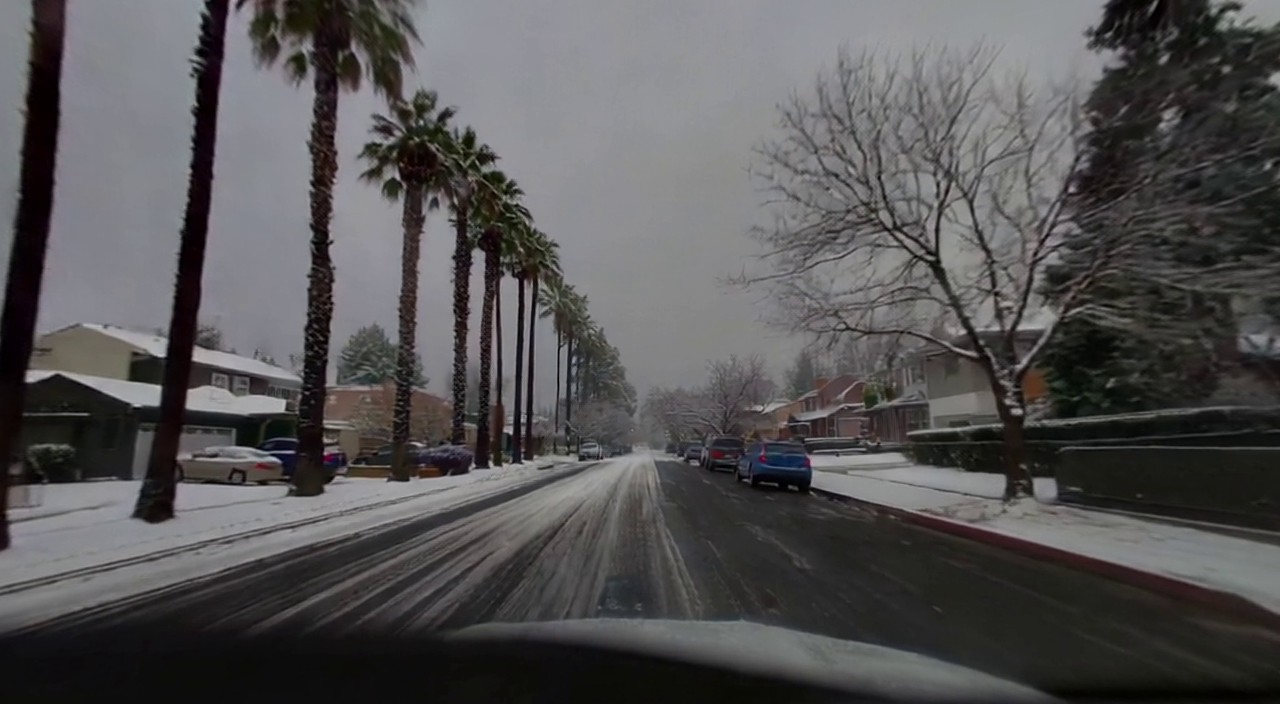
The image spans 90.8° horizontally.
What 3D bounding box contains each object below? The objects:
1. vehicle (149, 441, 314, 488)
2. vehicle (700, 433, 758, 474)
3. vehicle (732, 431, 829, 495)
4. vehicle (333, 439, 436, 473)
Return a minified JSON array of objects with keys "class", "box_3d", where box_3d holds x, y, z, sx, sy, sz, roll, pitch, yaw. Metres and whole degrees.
[{"class":"vehicle","box_3d":[-13.497,3.729,21.035,4.250,1.469,1.817,-1,-8,3]},{"class":"vehicle","box_3d":[4.151,4.839,30.341,2.166,1.766,5.186,0,-8,1]},{"class":"vehicle","box_3d":[4.273,3.436,20.003,1.971,1.663,5.076,2,-8,1]},{"class":"vehicle","box_3d":[-13.157,5.345,32.709,4.448,1.679,1.972,-1,-8,2]}]
